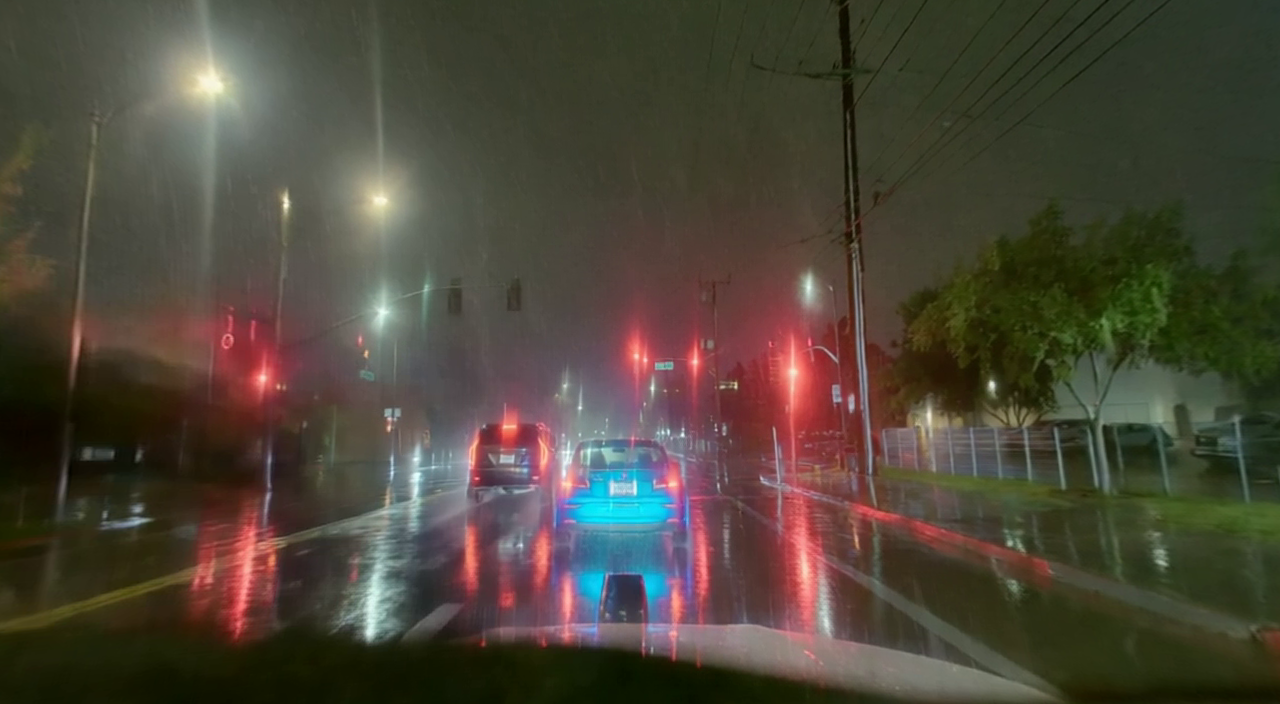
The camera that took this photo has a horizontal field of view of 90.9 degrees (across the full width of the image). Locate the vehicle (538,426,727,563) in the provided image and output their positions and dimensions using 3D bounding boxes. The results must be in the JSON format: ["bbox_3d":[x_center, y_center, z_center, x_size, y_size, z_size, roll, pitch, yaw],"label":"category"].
[{"bbox_3d":[-0.151,1.874,9.097,2.070,1.481,4.216,0,-8,-2],"label":"vehicle"}]

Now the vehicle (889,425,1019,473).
[{"bbox_3d":[10.645,3.343,21.839,1.842,1.471,4.481,1,-8,-6],"label":"vehicle"}]

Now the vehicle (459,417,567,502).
[{"bbox_3d":[-3.050,2.689,16.140,2.106,1.852,4.512,0,-8,-4],"label":"vehicle"}]

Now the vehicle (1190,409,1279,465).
[{"bbox_3d":[18.720,2.550,18.809,4.446,1.511,1.977,4,-10,-29],"label":"vehicle"}]

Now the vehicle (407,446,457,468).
[{"bbox_3d":[-15.551,7.807,46.994,2.111,1.511,4.641,6,-10,-36],"label":"vehicle"}]

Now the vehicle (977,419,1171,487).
[{"bbox_3d":[10.539,2.494,15.811,1.888,1.455,4.268,0,-8,1],"label":"vehicle"}]
